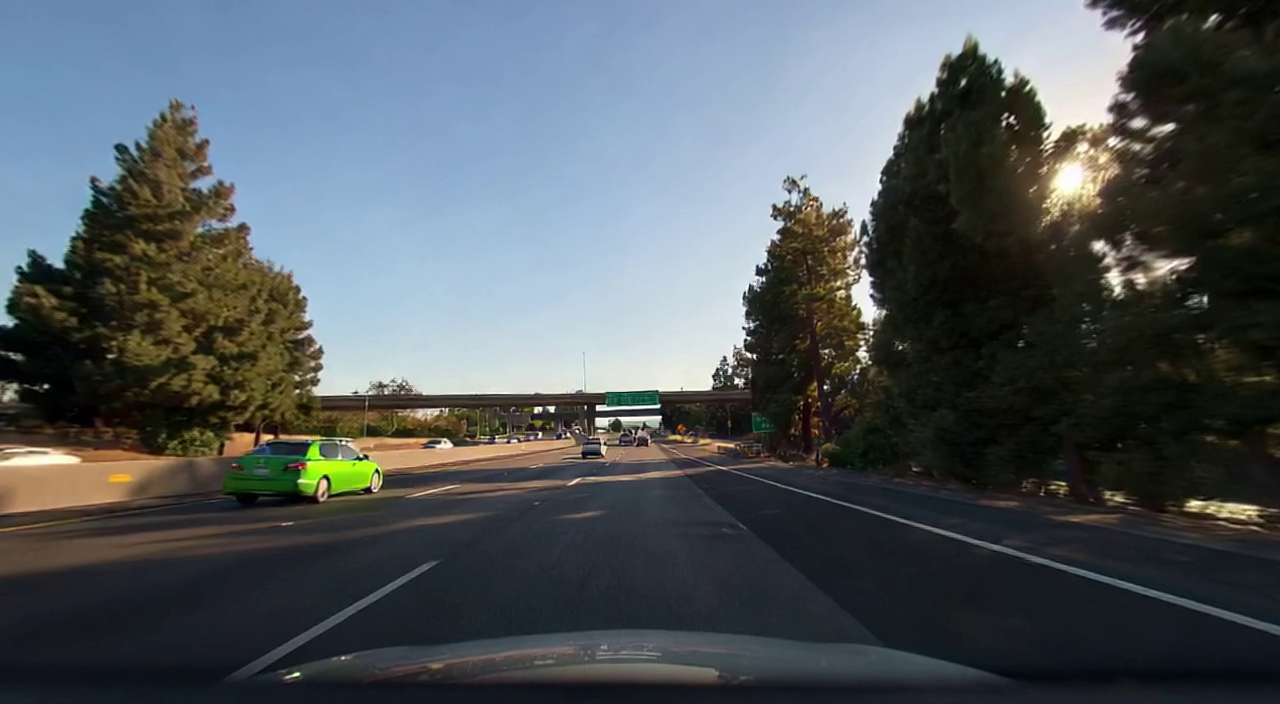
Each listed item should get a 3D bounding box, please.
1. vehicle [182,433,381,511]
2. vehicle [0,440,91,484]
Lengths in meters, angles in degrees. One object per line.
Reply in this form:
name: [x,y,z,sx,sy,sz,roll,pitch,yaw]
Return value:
vehicle: [-7.796,2.636,14.304,1.987,1.486,4.174,0,-8,1]
vehicle: [-21.728,3.819,22.111,1.655,1.420,3.524,0,-8,1]
